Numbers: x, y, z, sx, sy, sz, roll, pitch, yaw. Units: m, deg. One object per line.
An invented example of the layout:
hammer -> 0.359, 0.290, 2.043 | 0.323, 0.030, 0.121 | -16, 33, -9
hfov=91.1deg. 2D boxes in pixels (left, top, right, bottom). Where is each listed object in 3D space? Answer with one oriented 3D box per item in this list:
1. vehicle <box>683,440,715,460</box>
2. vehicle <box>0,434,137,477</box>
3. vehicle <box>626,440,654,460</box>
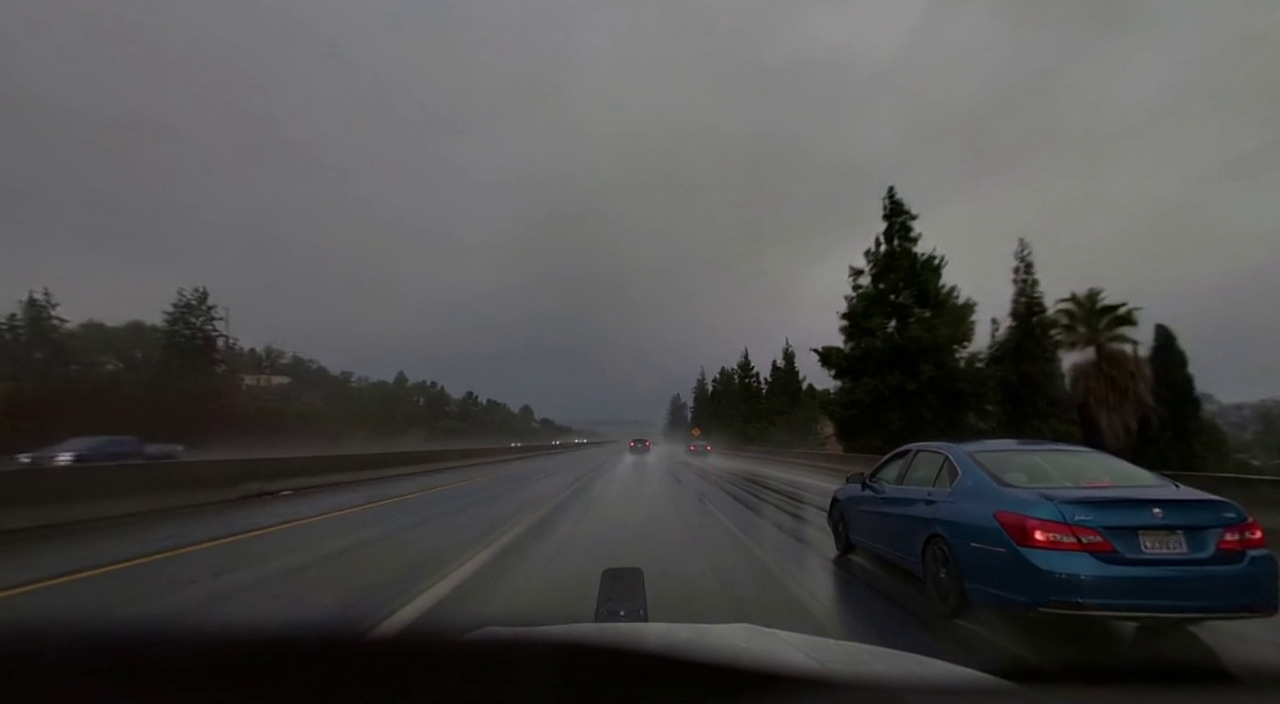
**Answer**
vehicle -> 4.615, 7.775, 49.921 | 2.008, 1.524, 4.598 | 0, -8, -1
vehicle -> -28.983, 5.173, 31.718 | 2.262, 1.957, 5.830 | 0, -8, 0
vehicle -> -0.022, 7.519, 48.103 | 2.052, 1.449, 3.857 | 0, -8, 0
